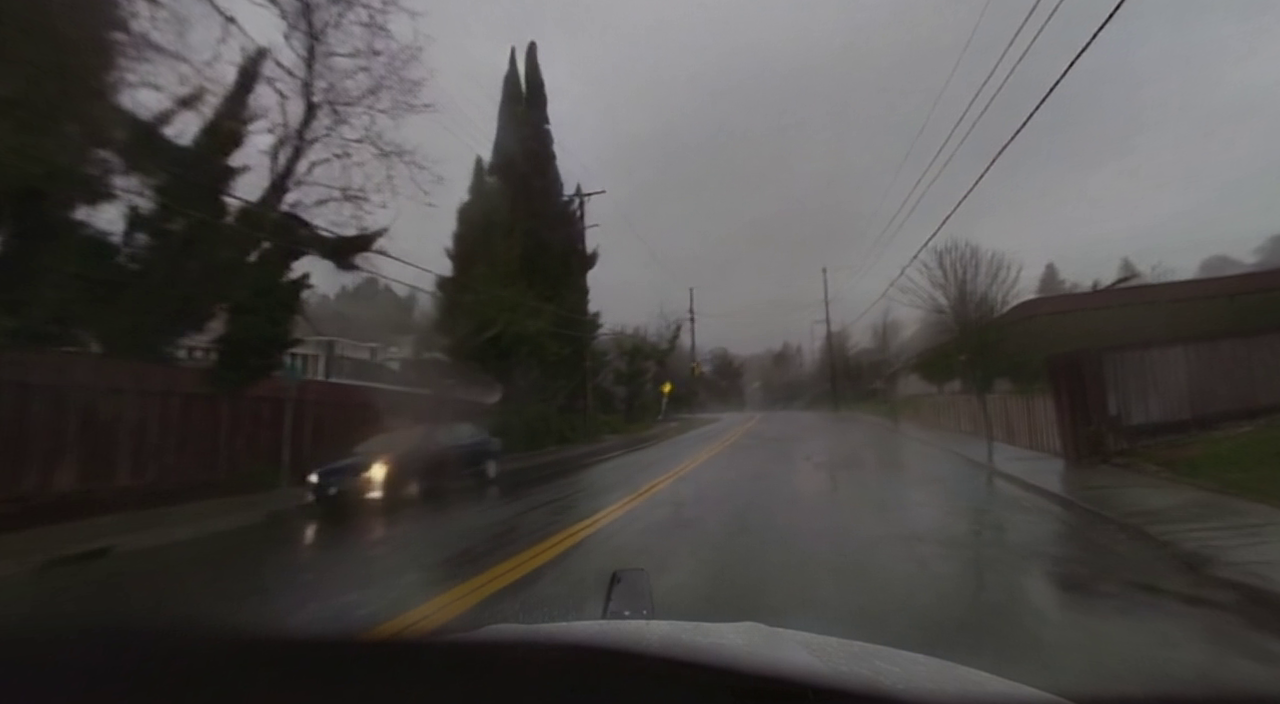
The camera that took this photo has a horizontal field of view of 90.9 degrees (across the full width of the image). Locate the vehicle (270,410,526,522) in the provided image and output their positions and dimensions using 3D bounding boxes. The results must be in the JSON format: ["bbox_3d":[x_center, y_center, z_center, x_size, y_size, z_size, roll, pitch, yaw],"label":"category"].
[{"bbox_3d":[-4.325,2.032,12.469,2.032,1.595,5.289,-3,-5,14],"label":"vehicle"}]
